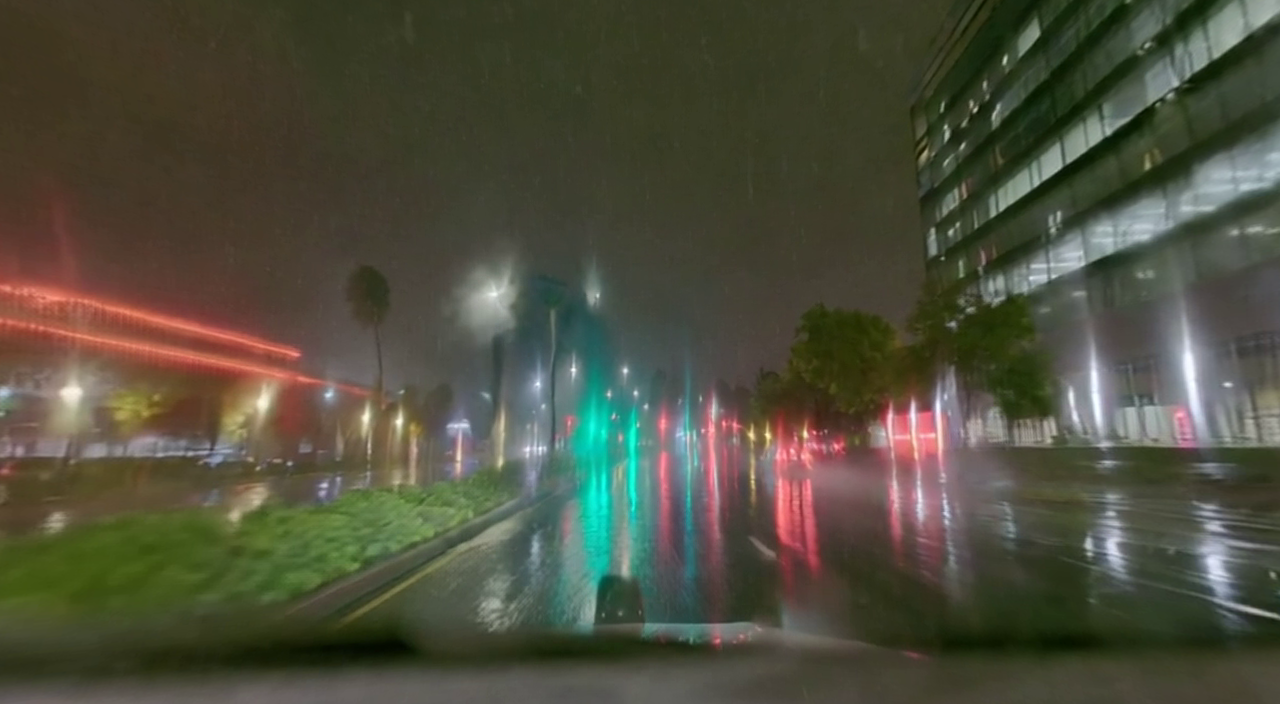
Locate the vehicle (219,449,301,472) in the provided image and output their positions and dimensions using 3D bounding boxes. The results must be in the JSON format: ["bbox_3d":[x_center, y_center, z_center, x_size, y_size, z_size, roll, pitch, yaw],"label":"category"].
[{"bbox_3d":[-28.211,8.097,47.136,4.954,1.628,2.012,4,-9,-24],"label":"vehicle"}]

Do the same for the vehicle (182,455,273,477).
[{"bbox_3d":[-28.168,7.788,43.294,4.783,1.398,1.951,3,-8,-20],"label":"vehicle"}]
